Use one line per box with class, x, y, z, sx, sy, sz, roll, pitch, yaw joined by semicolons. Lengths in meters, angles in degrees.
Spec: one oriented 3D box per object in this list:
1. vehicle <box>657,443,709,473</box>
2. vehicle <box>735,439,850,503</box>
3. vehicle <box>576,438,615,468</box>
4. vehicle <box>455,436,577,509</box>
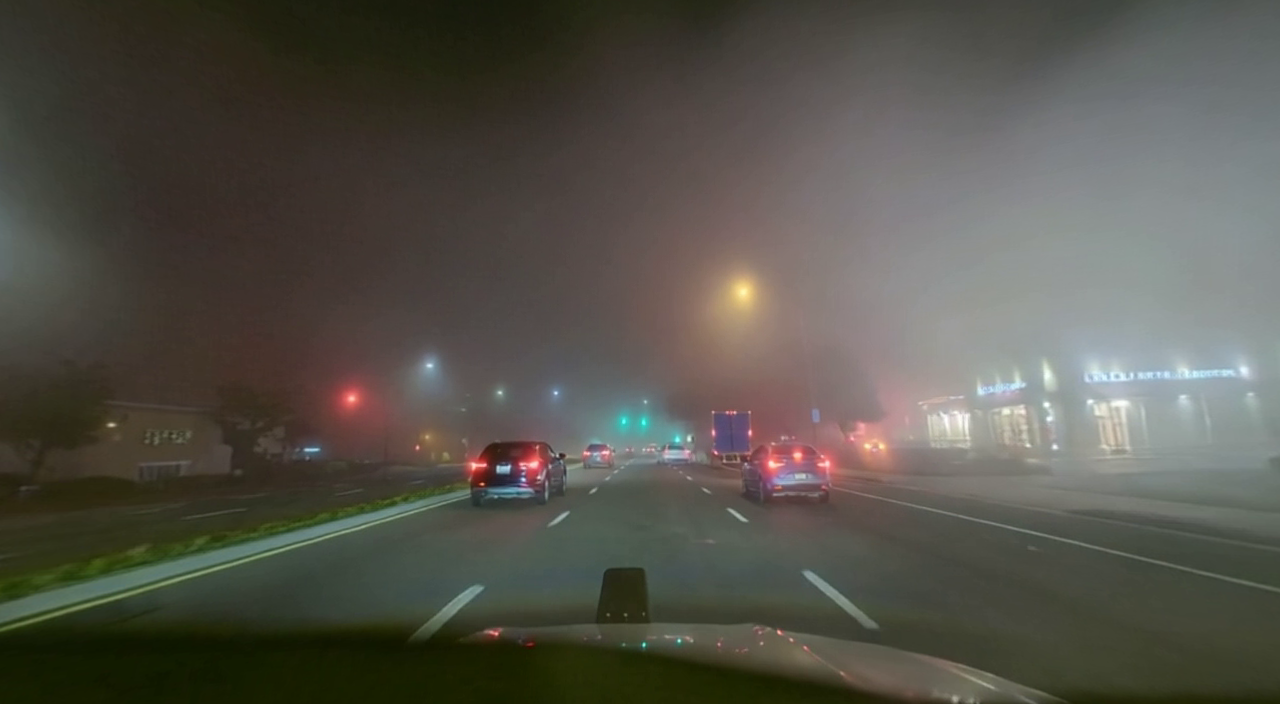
vehicle;2.154;5.536;33.074;2.020;1.461;4.326;1;-9;-5
vehicle;3.812;3.044;16.559;1.972;1.452;4.189;0;-8;0
vehicle;-2.758;6.457;40.302;2.137;1.796;4.304;0;-8;1
vehicle;-2.846;2.871;15.536;2.003;1.509;4.396;-1;-9;2
